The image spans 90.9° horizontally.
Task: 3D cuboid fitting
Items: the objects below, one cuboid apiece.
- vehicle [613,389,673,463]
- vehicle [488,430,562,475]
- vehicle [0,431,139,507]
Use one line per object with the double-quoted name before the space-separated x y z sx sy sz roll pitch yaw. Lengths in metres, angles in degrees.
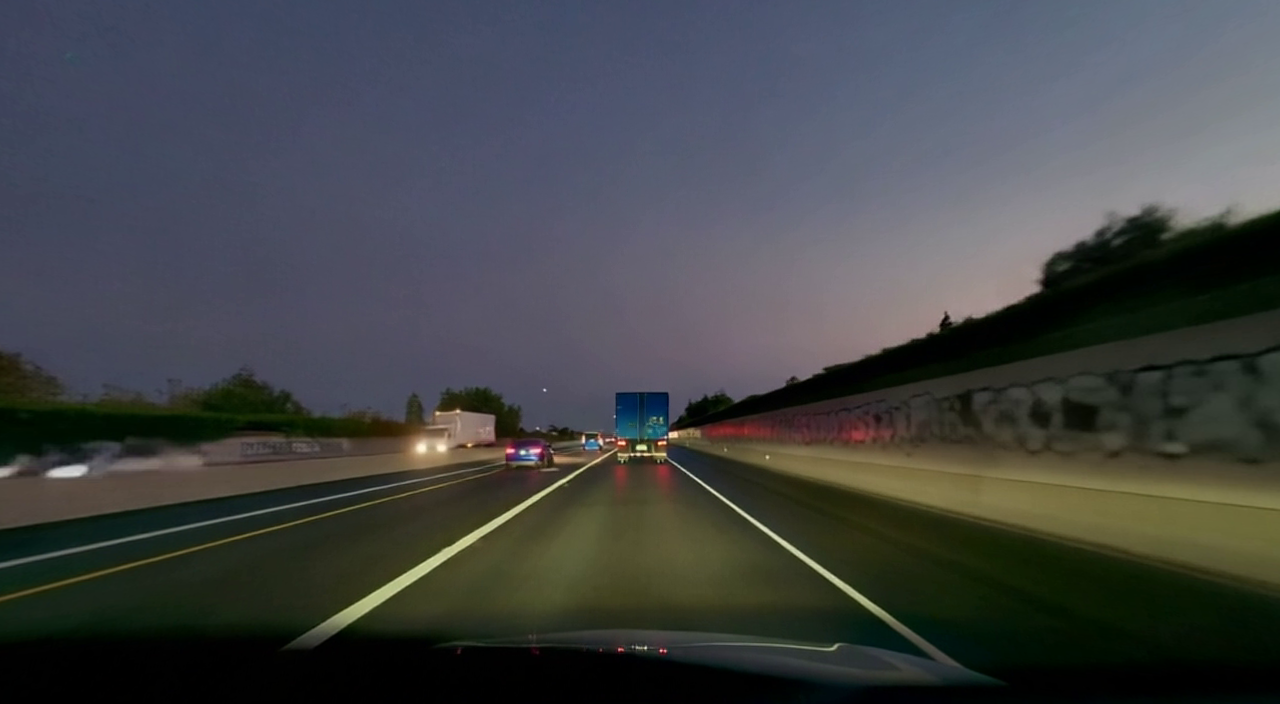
"vehicle" 0.079 4.270 35.949 2.927 3.649 9.443 0 -8 -1
"vehicle" -4.278 3.792 24.168 1.948 1.526 4.525 0 -8 0
"vehicle" -13.682 2.490 13.735 1.853 1.497 4.542 0 -7 -1
